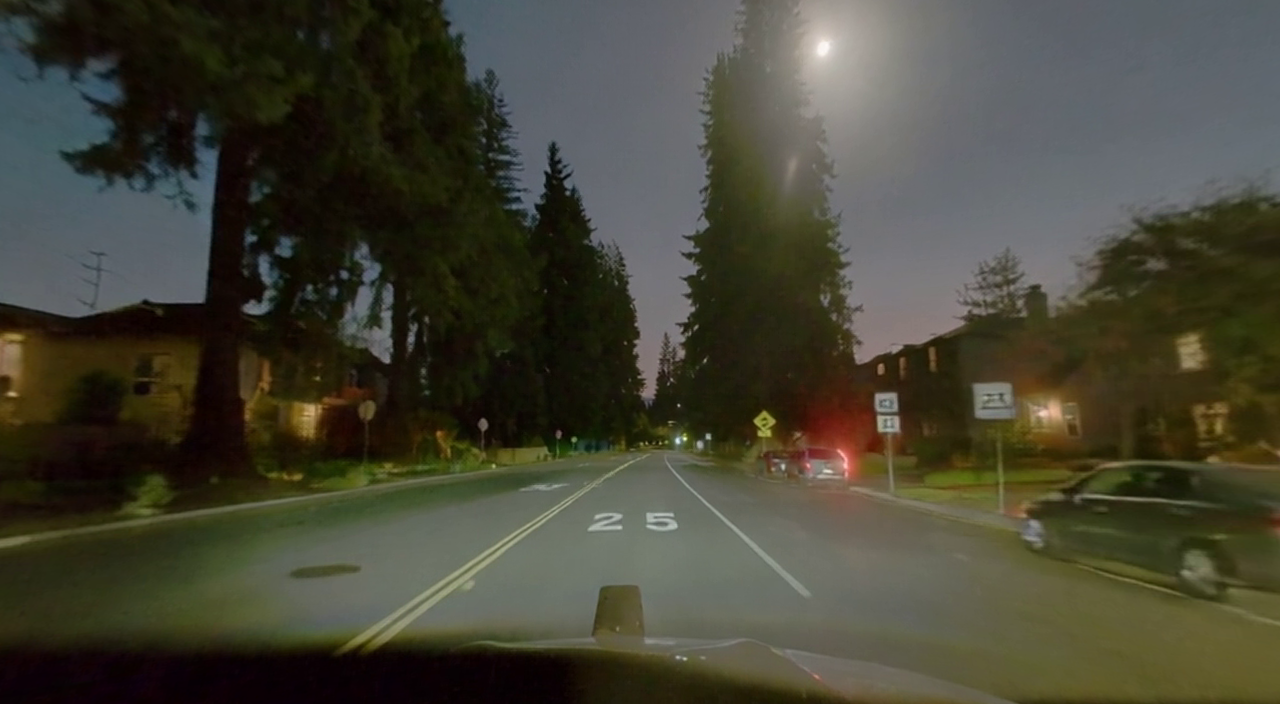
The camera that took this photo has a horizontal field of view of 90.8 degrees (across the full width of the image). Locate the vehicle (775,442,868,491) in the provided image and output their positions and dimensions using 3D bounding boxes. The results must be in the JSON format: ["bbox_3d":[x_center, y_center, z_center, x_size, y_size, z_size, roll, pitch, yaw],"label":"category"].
[{"bbox_3d":[6.288,4.009,22.456,1.893,1.543,4.434,0,-9,-2],"label":"vehicle"}]

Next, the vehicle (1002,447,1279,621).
[{"bbox_3d":[6.397,1.834,7.215,1.913,1.479,4.209,0,-9,-2],"label":"vehicle"}]
